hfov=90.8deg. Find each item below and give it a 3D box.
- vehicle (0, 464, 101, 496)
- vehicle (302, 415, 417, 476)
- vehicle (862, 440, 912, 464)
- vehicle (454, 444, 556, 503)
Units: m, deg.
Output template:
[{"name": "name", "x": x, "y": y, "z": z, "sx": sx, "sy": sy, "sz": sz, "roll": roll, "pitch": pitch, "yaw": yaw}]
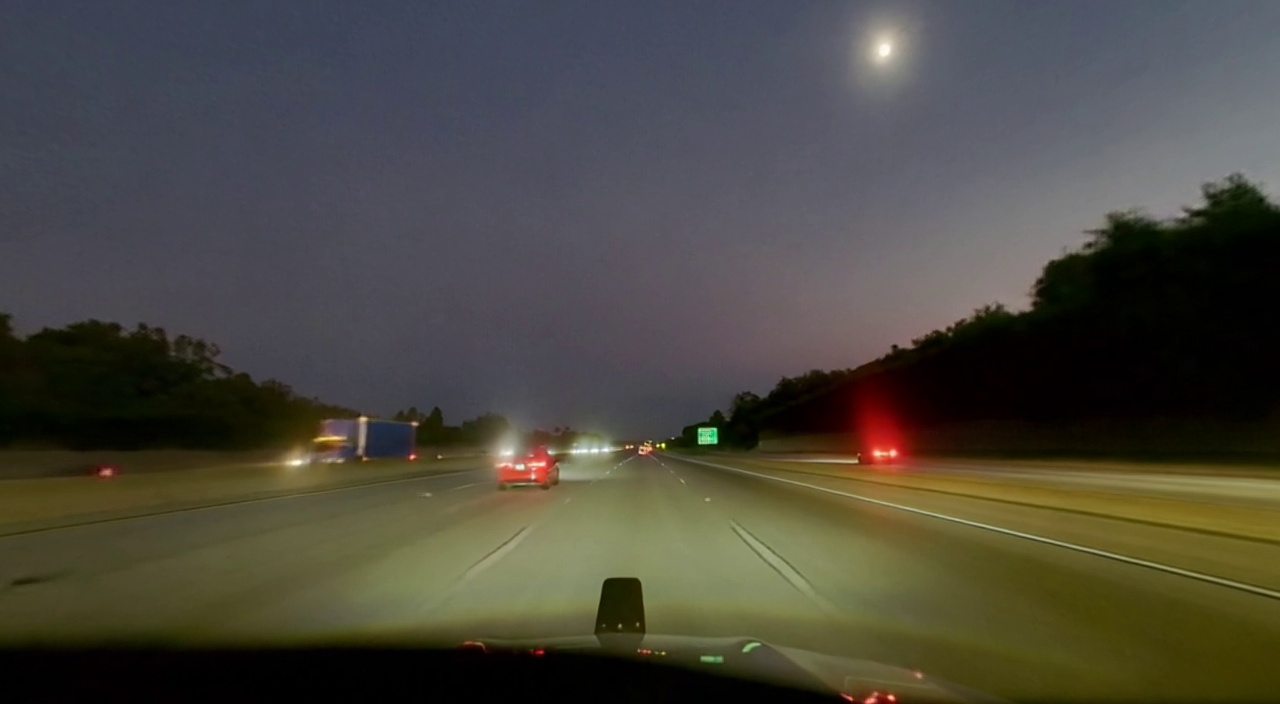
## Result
[{"name": "vehicle", "x": -31.372, "y": 6.693, "z": 33.324, "sx": 1.998, "sy": 1.470, "sz": 4.302, "roll": 0, "pitch": -9, "yaw": -2}, {"name": "vehicle", "x": -20.471, "y": 7.054, "z": 47.365, "sx": 3.002, "sy": 3.888, "sz": 12.377, "roll": 0, "pitch": -9, "yaw": 0}, {"name": "vehicle", "x": 18.504, "y": 7.502, "z": 47.410, "sx": 1.925, "sy": 1.648, "sz": 4.367, "roll": 0, "pitch": -9, "yaw": -1}, {"name": "vehicle", "x": -3.676, "y": 3.400, "z": 18.090, "sx": 1.873, "sy": 1.438, "sz": 4.546, "roll": 0, "pitch": -9, "yaw": 1}]
